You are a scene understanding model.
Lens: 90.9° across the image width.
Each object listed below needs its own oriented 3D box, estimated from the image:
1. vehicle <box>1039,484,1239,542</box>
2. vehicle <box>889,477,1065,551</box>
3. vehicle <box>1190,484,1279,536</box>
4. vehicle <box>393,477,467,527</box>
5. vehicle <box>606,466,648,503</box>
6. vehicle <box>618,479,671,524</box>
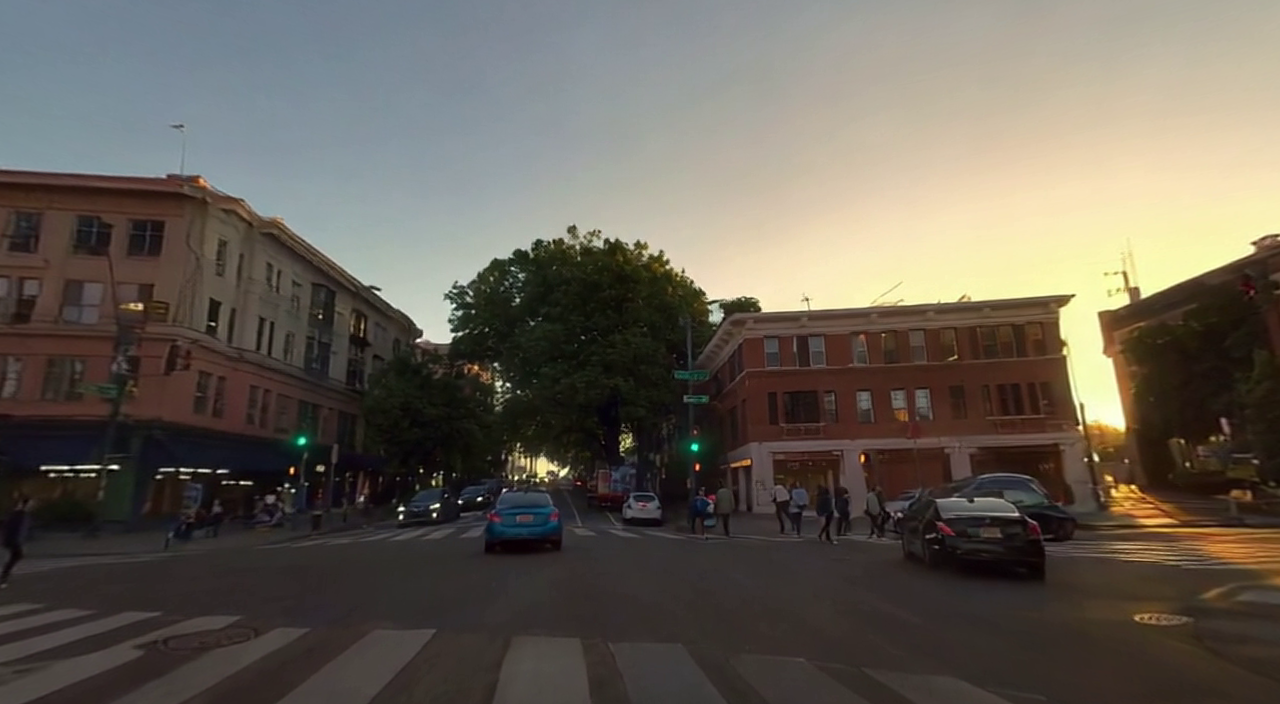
[{"bbox_3d":[18.032,5.795,22.968,5.345,1.747,2.410,0,-9,-5],"label":"vehicle"},{"bbox_3d":[11.921,5.713,22.551,4.974,2.266,2.324,1,-9,-7],"label":"vehicle"},{"bbox_3d":[23.647,5.784,23.281,4.734,1.605,2.186,0,-9,-5],"label":"vehicle"},{"bbox_3d":[-9.661,6.911,29.433,2.226,1.896,4.438,0,-9,-4],"label":"vehicle"},{"bbox_3d":[-0.883,8.240,39.433,2.365,1.994,4.259,0,-9,-5],"label":"vehicle"},{"bbox_3d":[0.141,7.099,30.196,1.908,1.741,4.066,1,-9,-9],"label":"vehicle"}]
